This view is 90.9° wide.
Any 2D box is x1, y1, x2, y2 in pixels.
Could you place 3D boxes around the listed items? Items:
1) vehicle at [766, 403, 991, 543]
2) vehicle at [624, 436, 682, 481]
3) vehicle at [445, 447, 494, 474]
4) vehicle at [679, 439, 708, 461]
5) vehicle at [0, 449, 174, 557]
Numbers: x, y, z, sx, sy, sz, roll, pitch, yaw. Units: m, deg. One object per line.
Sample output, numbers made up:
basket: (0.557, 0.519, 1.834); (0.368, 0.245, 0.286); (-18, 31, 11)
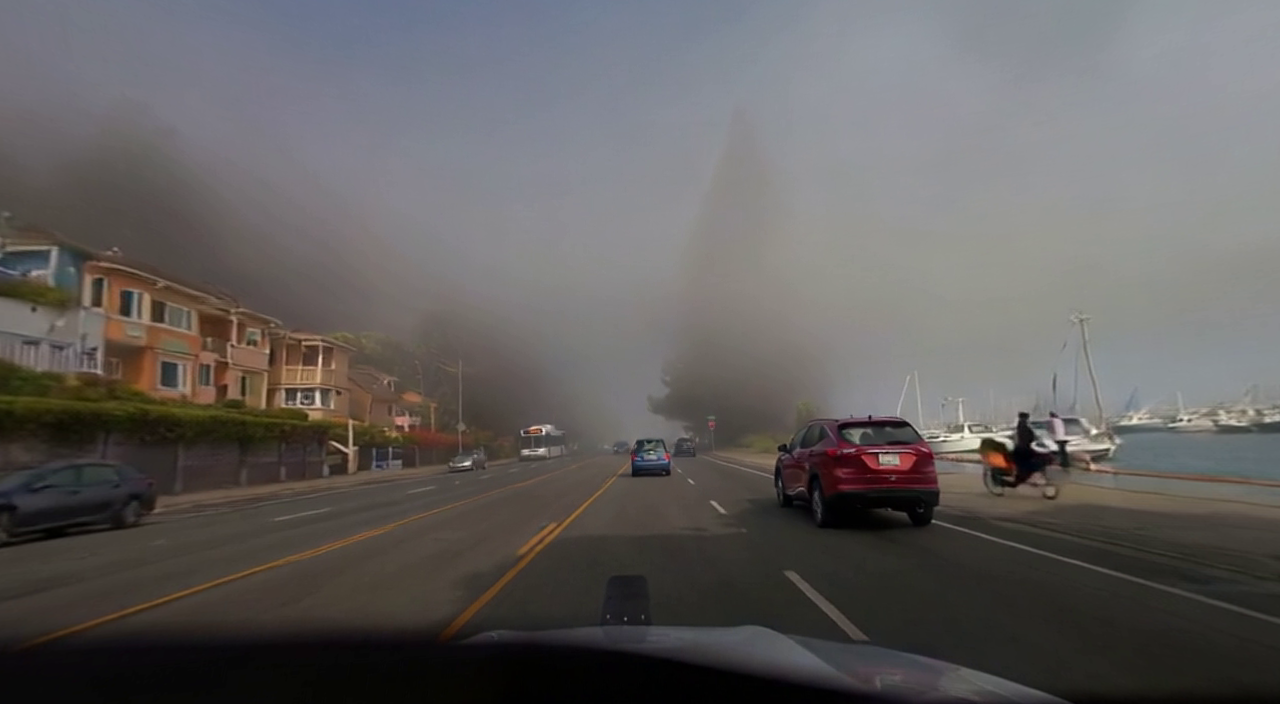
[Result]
vehicle: (3.562, 1.916, 10.505); (2.000, 1.809, 4.405); (0, -9, 0)
vehicle: (0.468, 4.197, 25.096); (2.132, 1.632, 3.838); (0, -9, 0)
vehicle: (-10.151, 6.492, 37.838); (1.731, 1.489, 3.841); (-1, -9, 3)
vehicle: (4.109, 7.604, 49.100); (1.876, 1.626, 3.851); (0, -9, -1)
vehicle: (-10.383, 2.499, 10.854); (1.701, 1.528, 3.881); (-1, -8, 1)
